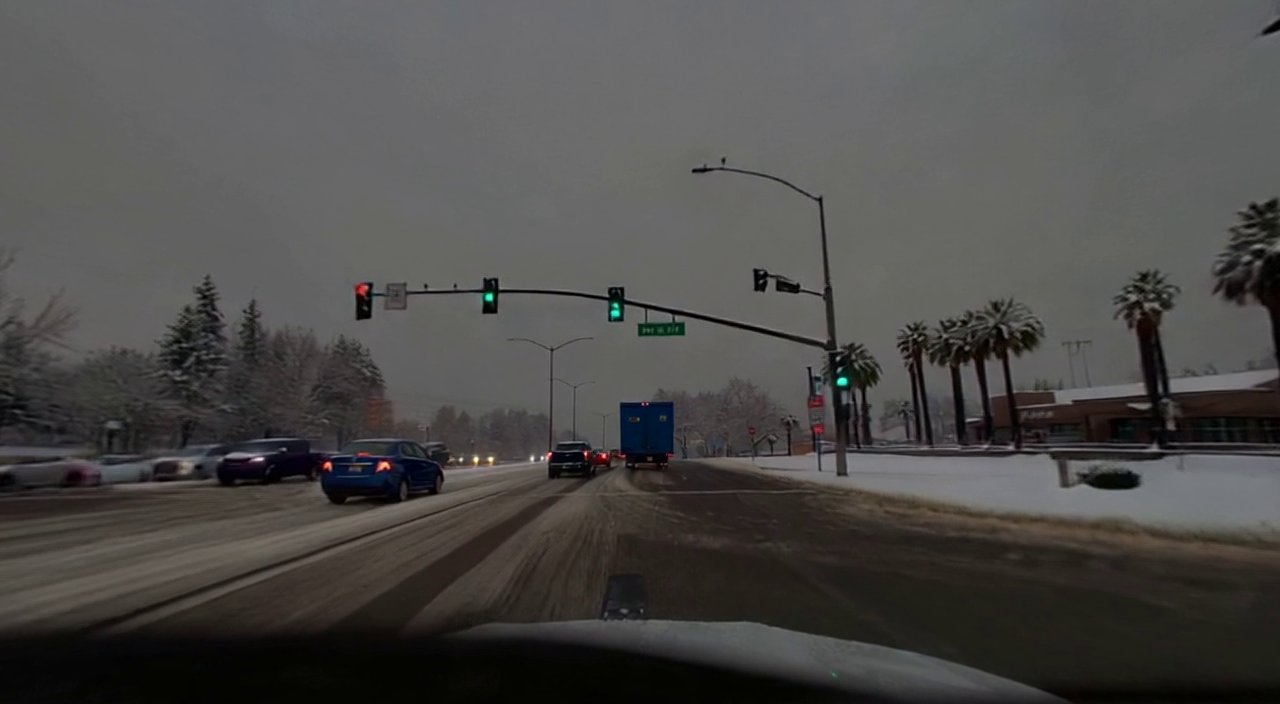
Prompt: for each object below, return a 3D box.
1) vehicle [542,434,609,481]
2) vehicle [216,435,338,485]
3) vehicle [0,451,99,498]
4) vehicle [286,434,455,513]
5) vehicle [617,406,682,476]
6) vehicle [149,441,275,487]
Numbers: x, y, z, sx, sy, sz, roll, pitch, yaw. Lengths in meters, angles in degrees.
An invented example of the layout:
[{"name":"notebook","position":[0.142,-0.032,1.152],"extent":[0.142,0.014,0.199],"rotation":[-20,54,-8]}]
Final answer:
[{"name":"vehicle","position":[-2.645,4.487,26.988],"extent":[2.178,1.826,4.933],"rotation":[0,-9,2]},{"name":"vehicle","position":[-14.630,4.460,25.723],"extent":[2.040,1.745,4.899],"rotation":[-3,-11,1]},{"name":"vehicle","position":[-21.406,4.135,21.404],"extent":[1.876,1.479,4.443],"rotation":[0,-9,1]},{"name":"vehicle","position":[-6.351,2.896,15.547],"extent":[2.045,1.630,4.680],"rotation":[0,-9,1]},{"name":"vehicle","position":[0.470,4.633,32.474],"extent":[2.993,3.235,6.692],"rotation":[0,-9,1]},{"name":"vehicle","position":[-17.784,4.647,26.446],"extent":[2.004,1.733,4.599],"rotation":[0,-9,0]}]
